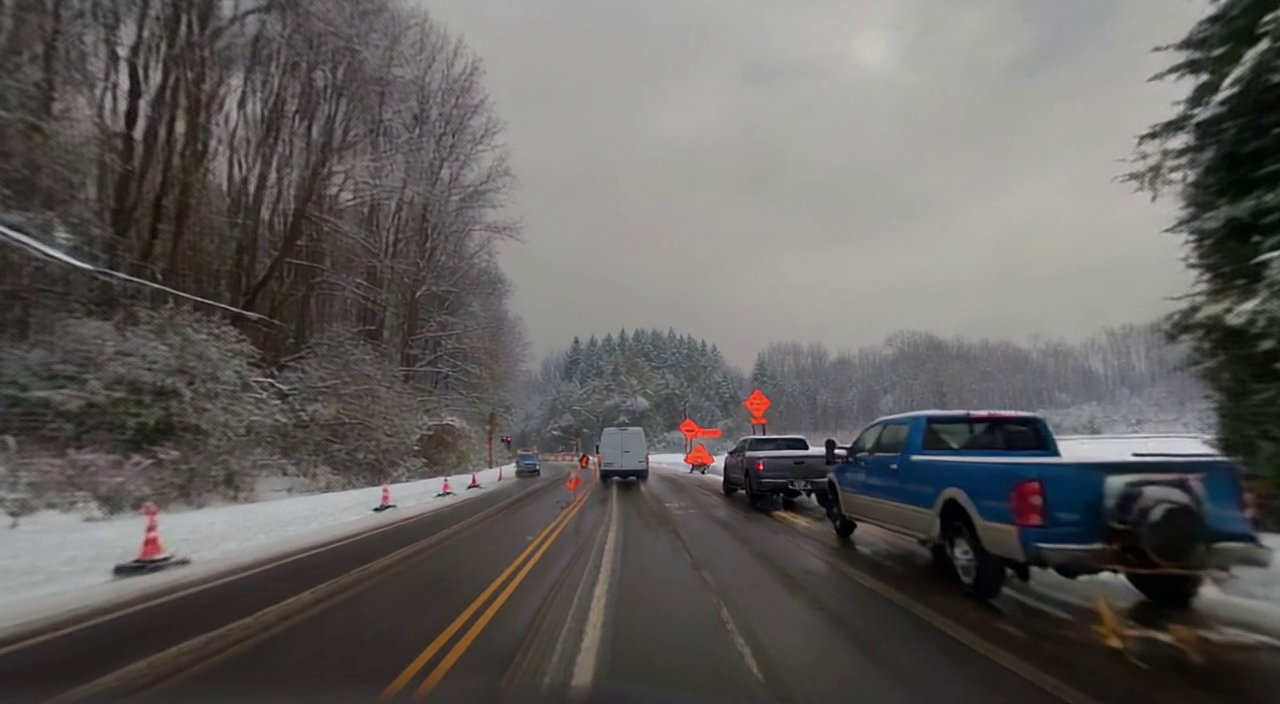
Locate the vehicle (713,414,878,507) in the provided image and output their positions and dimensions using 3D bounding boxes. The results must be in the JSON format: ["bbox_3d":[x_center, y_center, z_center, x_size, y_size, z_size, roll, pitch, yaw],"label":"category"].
[{"bbox_3d":[3.652,2.799,16.709,2.415,1.932,6.910,0,-9,-2],"label":"vehicle"}]

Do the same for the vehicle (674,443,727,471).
[{"bbox_3d":[3.203,5.716,34.352,2.277,1.299,3.889,-2,-9,-3],"label":"vehicle"}]

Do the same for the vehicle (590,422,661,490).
[{"bbox_3d":[-0.613,3.807,23.370,2.362,2.247,4.892,0,-9,-3],"label":"vehicle"}]

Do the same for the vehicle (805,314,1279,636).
[{"bbox_3d":[4.219,1.302,7.612,2.613,2.153,6.713,0,-9,0],"label":"vehicle"}]

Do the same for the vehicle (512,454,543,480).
[{"bbox_3d":[-8.091,8.265,45.797,1.992,1.712,4.504,1,-9,-7],"label":"vehicle"}]
